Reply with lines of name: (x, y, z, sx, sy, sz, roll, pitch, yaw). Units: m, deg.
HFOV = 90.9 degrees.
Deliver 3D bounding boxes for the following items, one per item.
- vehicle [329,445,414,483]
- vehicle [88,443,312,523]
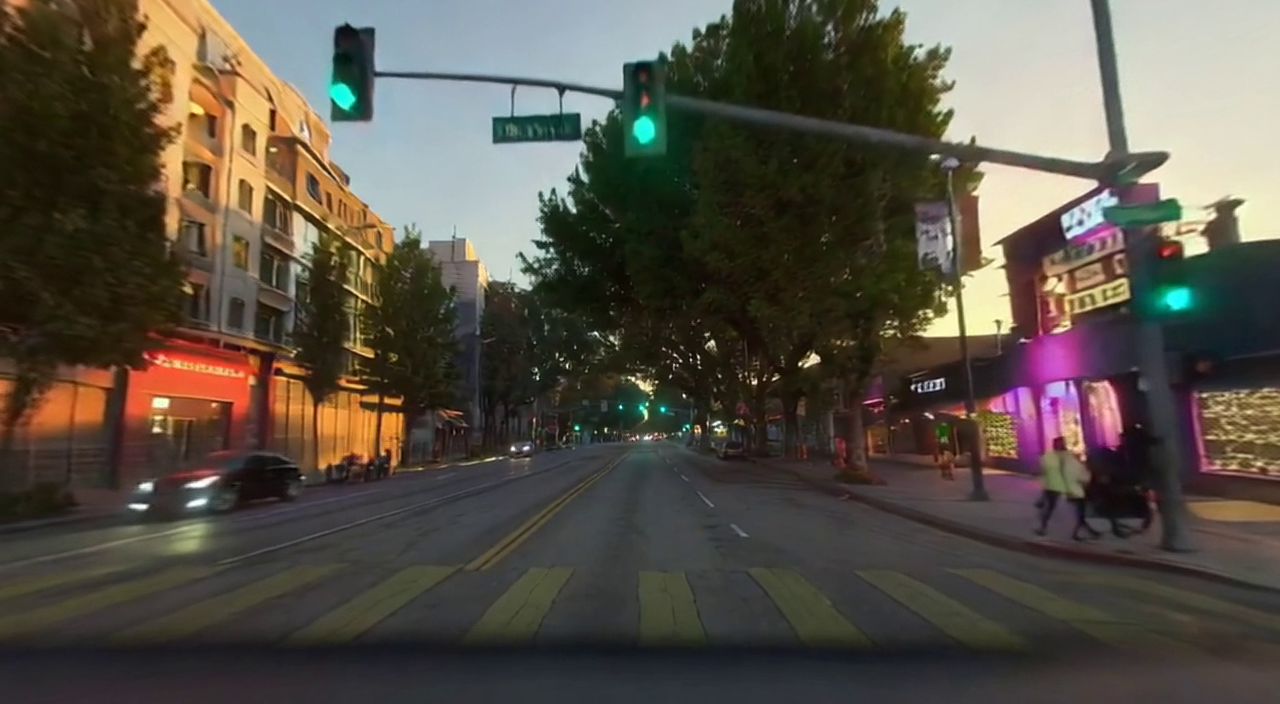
vehicle: (-12.057, 5.044, 28.610, 1.960, 1.554, 4.050, 0, -8, 1)
vehicle: (-9.263, 2.744, 13.794, 1.913, 1.457, 4.048, 0, -8, 1)
